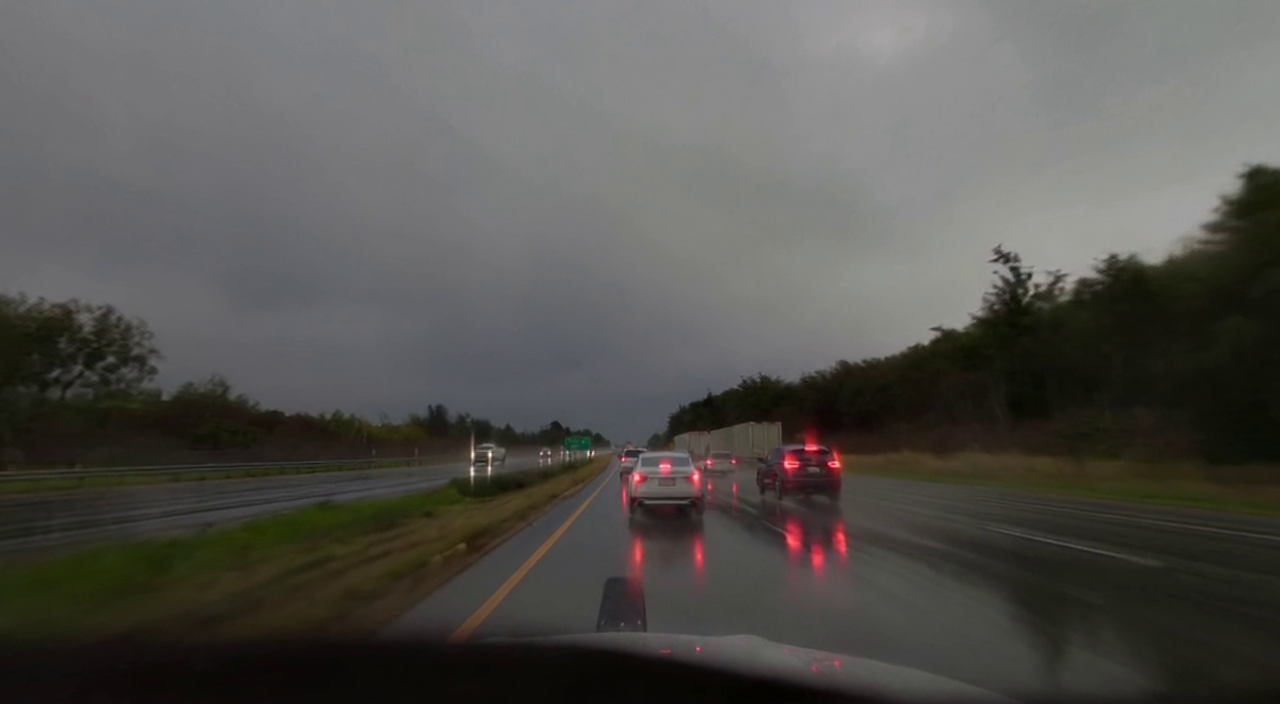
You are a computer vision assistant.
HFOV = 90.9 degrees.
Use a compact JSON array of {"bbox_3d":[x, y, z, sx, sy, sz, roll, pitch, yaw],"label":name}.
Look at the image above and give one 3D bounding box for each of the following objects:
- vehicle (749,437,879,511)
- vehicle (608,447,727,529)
[{"bbox_3d":[4.351,3.142,16.677,1.998,1.657,4.604,0,-9,-2],"label":"vehicle"},{"bbox_3d":[0.445,2.701,13.051,2.094,1.426,3.725,0,-9,-1],"label":"vehicle"}]
